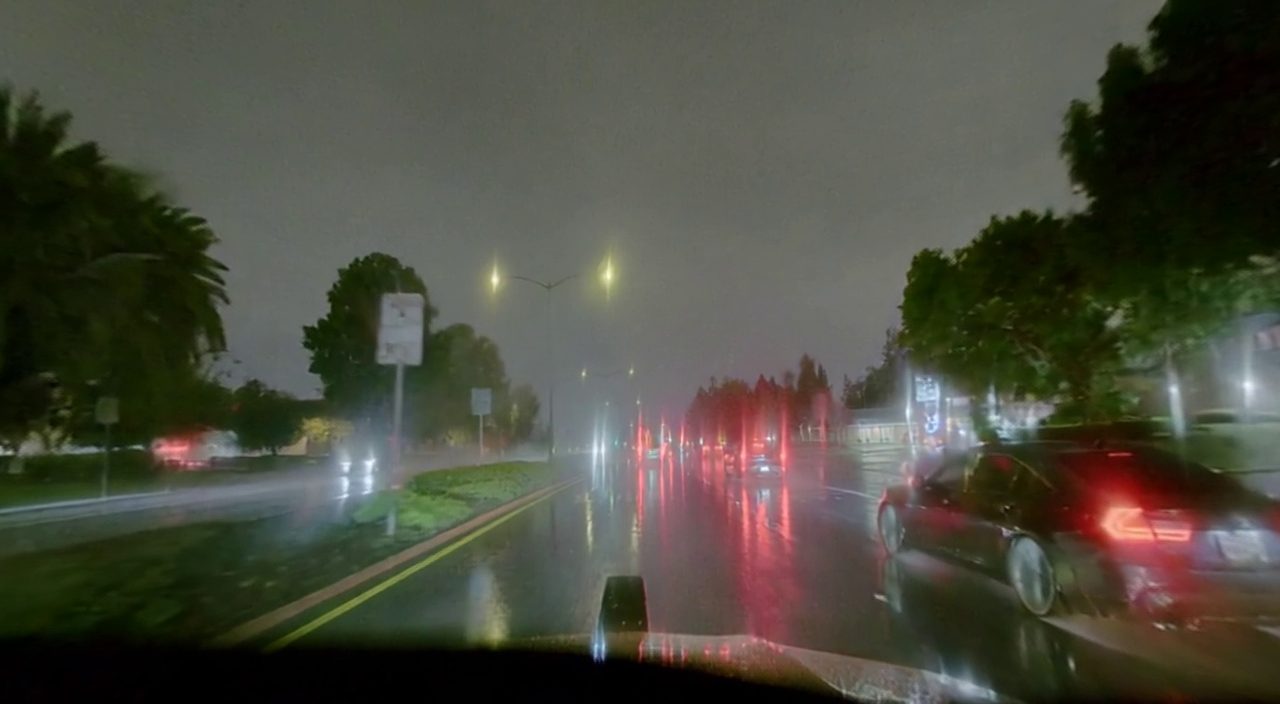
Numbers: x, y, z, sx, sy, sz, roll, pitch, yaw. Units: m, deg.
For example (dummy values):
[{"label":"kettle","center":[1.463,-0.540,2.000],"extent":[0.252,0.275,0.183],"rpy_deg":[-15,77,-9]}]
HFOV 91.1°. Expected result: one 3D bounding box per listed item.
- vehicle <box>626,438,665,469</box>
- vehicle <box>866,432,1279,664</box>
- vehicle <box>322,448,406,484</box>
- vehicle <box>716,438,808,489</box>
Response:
[{"label":"vehicle","center":[0.336,6.032,37.437],"extent":[2.172,1.694,4.055],"rpy_deg":[0,-8,1]},{"label":"vehicle","center":[4.045,1.544,6.203],"extent":[1.944,1.404,4.597],"rpy_deg":[0,-8,0]},{"label":"vehicle","center":[-13.150,5.418,30.226],"extent":[1.937,1.501,4.520],"rpy_deg":[-1,-8,1]},{"label":"vehicle","center":[3.956,3.690,21.220],"extent":[2.119,1.509,4.756],"rpy_deg":[0,-8,0]}]
